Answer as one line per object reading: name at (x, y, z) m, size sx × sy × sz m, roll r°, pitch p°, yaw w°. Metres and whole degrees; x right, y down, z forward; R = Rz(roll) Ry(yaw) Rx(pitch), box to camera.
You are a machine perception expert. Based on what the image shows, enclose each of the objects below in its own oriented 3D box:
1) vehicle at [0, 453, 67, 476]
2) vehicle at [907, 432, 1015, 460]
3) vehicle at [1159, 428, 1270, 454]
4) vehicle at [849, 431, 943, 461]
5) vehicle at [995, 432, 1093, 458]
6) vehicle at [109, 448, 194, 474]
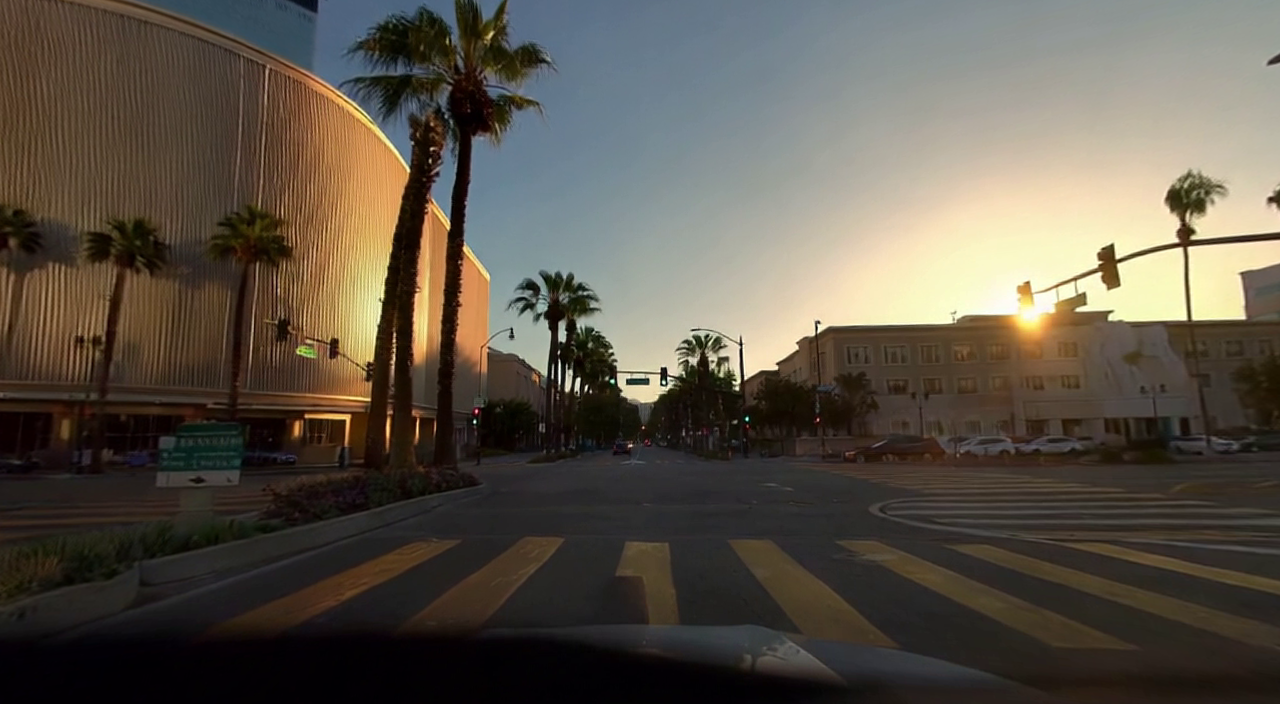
vehicle at (-41.663, 7.605, 42.784) m, size 3.698 × 1.467 × 1.779 m, roll 0°, pitch -8°, yaw 1°
vehicle at (16.889, 4.964, 33.277) m, size 4.684 × 1.461 × 1.777 m, roll 0°, pitch -8°, yaw -1°
vehicle at (33.120, 5.162, 36.418) m, size 4.567 × 1.458 × 1.791 m, roll 0°, pitch -8°, yaw 0°
vehicle at (14.966, 5.526, 36.991) m, size 4.648 × 1.665 × 1.910 m, roll 0°, pitch -8°, yaw 0°
vehicle at (23.483, 5.445, 36.749) m, size 4.423 × 1.465 × 1.798 m, roll 0°, pitch -8°, yaw 1°
vehicle at (-33.091, 7.385, 42.772) m, size 4.136 × 1.661 × 1.857 m, roll 0°, pitch -8°, yaw 1°
